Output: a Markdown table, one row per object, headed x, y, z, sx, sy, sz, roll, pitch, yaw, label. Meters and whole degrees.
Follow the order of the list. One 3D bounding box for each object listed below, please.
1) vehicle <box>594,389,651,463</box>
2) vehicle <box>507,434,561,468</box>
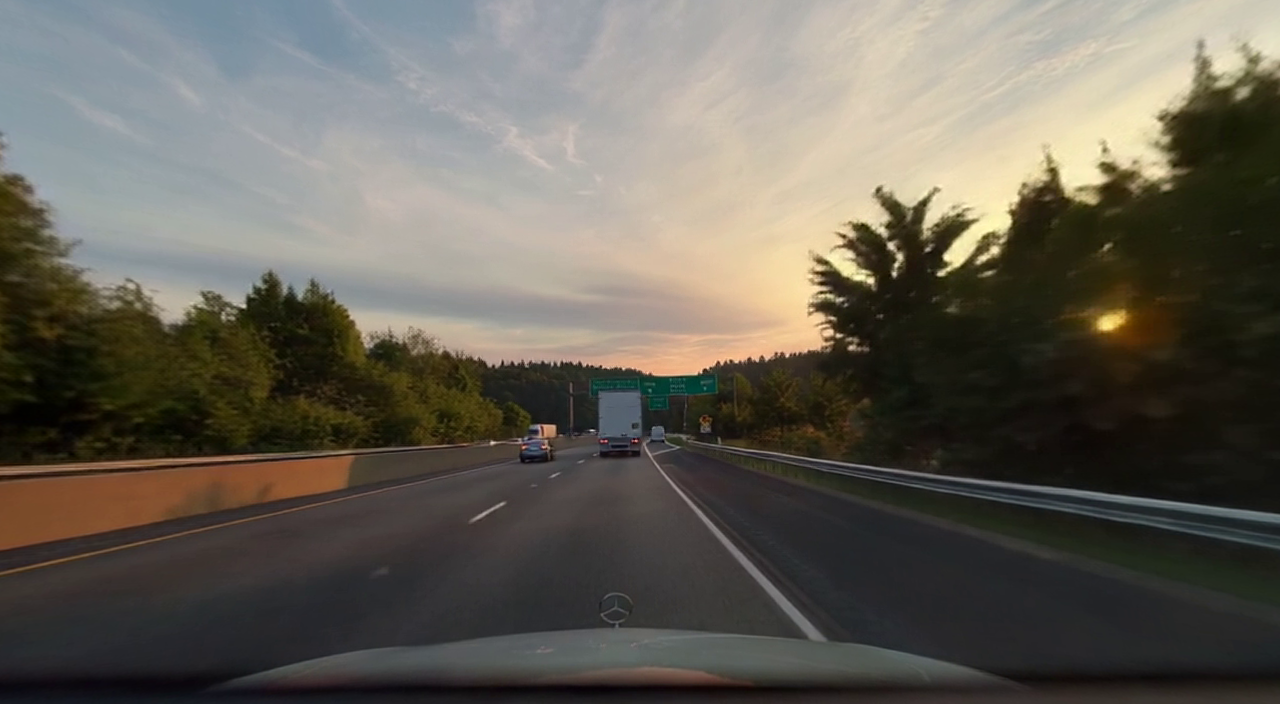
| x | y | z | sx | sy | sz | roll | pitch | yaw | label |
| --- | --- | --- | --- | --- | --- | --- | --- | --- | --- |
| -0.998 | 4.332 | 36.209 | 2.855 | 3.741 | 8.587 | 0 | -8 | -2 | vehicle |
| -5.038 | 4.725 | 30.384 | 1.931 | 1.479 | 4.083 | 0 | -8 | -1 | vehicle |
